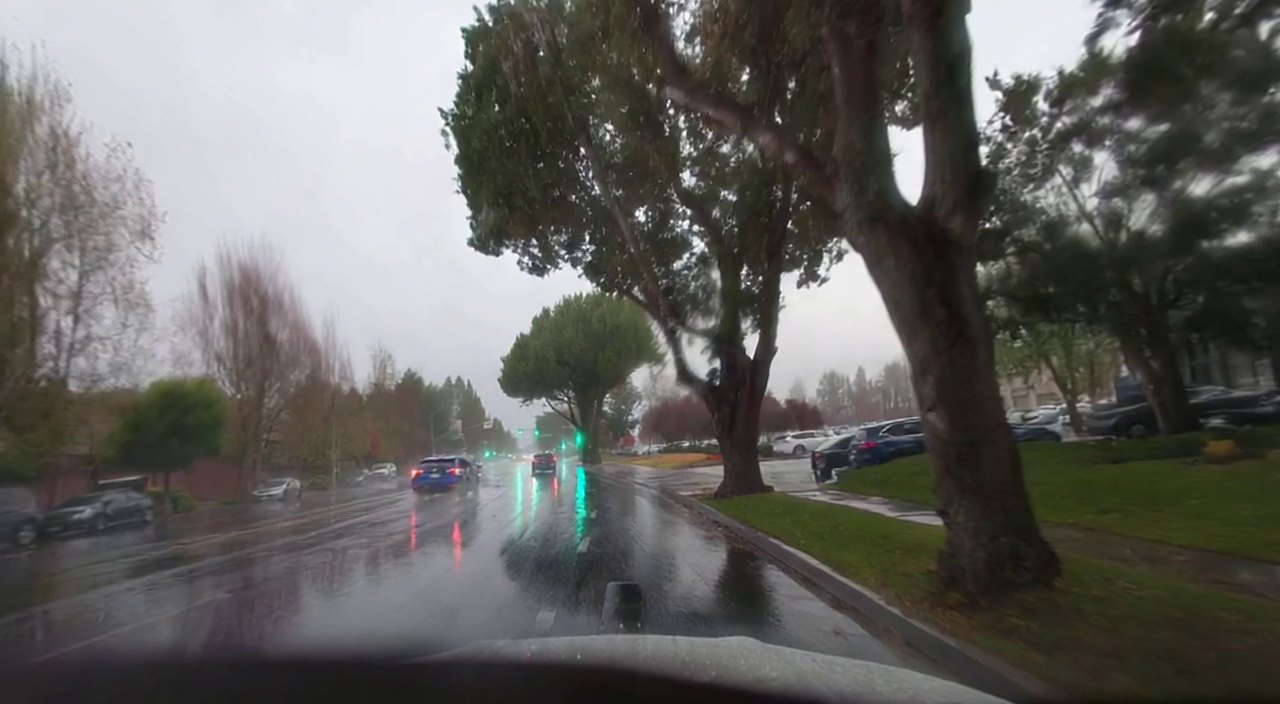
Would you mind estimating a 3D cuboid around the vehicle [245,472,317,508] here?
[{"bbox_3d":[-19.648,7.539,34.789,1.874,1.392,4.633,-5,-8,-10],"label":"vehicle"}]

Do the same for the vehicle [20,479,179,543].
[{"bbox_3d":[-17.279,5.047,20.528,1.898,1.477,4.184,-2,-8,-8],"label":"vehicle"}]

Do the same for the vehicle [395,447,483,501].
[{"bbox_3d":[-7.244,4.406,23.313,2.097,1.755,4.336,0,-9,-4],"label":"vehicle"}]
